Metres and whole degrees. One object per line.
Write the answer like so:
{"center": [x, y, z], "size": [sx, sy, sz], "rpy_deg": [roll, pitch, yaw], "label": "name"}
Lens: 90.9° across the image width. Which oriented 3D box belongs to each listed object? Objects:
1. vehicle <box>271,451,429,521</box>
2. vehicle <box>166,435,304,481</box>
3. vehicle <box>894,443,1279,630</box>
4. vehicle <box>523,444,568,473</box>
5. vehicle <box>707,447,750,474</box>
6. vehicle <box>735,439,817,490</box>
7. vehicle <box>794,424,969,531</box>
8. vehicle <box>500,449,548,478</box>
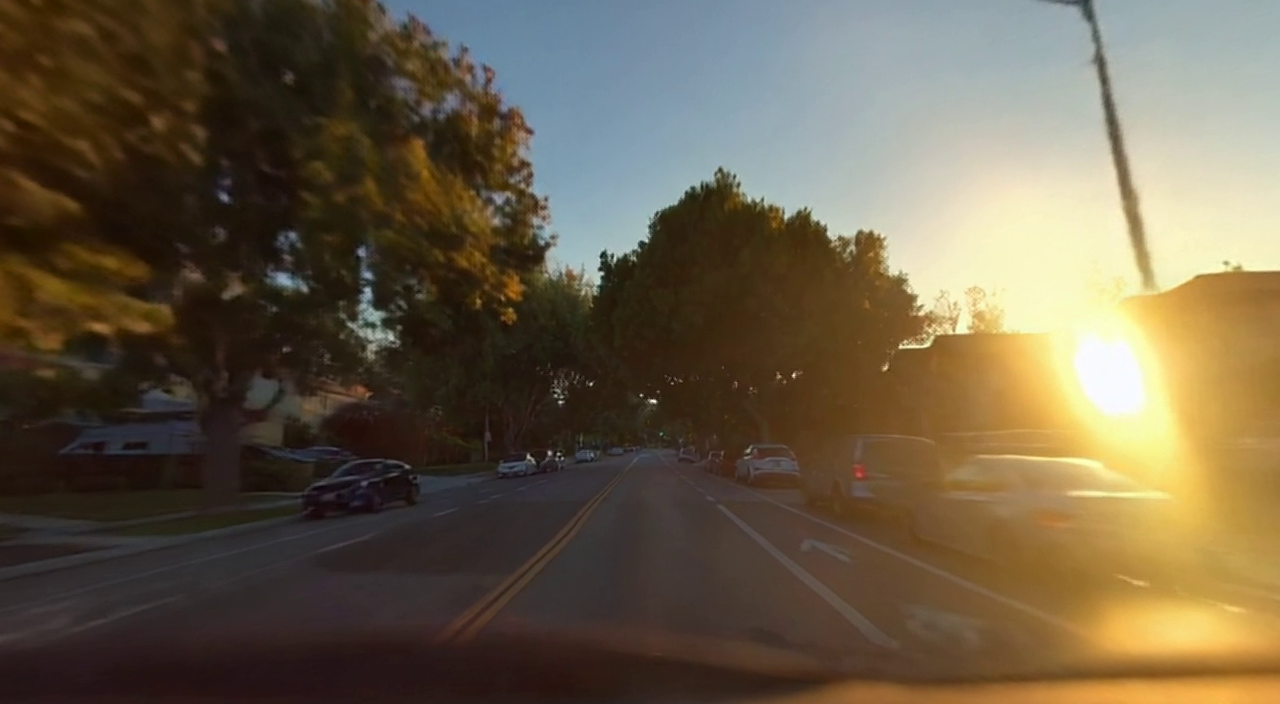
{"center": [-7.211, 3.348, 16.314], "size": [1.903, 1.463, 4.526], "rpy_deg": [-1, -8, 1], "label": "vehicle"}
{"center": [-18.071, 4.704, 28.235], "size": [4.886, 1.936, 2.108], "rpy_deg": [-1, -8, 8], "label": "vehicle"}
{"center": [4.699, 1.788, 7.248], "size": [1.704, 1.445, 4.492], "rpy_deg": [0, -8, 0], "label": "vehicle"}
{"center": [-6.504, 7.401, 44.018], "size": [2.218, 1.807, 5.032], "rpy_deg": [-2, -8, 2], "label": "vehicle"}
{"center": [5.155, 6.395, 37.386], "size": [2.048, 1.469, 4.673], "rpy_deg": [0, -8, 2], "label": "vehicle"}
{"center": [5.042, 4.237, 24.117], "size": [2.137, 1.747, 4.797], "rpy_deg": [0, -8, 1], "label": "vehicle"}
{"center": [4.741, 2.504, 13.241], "size": [2.089, 1.831, 4.492], "rpy_deg": [-1, -8, 3], "label": "vehicle"}
{"center": [-6.932, 6.709, 38.180], "size": [1.971, 1.479, 4.307], "rpy_deg": [-1, -8, 2], "label": "vehicle"}
